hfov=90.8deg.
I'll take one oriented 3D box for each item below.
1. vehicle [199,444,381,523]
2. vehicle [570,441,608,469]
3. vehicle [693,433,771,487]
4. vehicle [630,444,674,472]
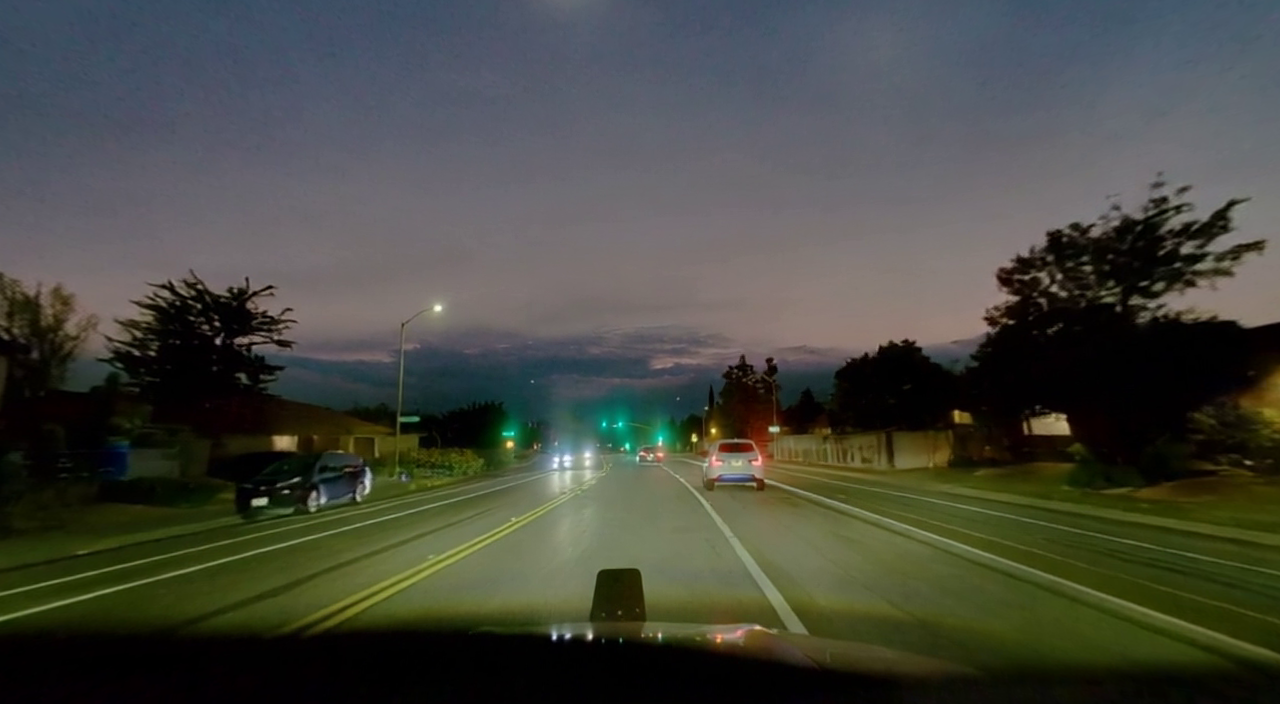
[{"bbox_3d":[-9.033,3.384,16.908,2.188,1.813,4.478,0,-8,1],"label":"vehicle"},{"bbox_3d":[-3.429,7.059,43.445,2.091,1.811,4.651,0,-9,2],"label":"vehicle"},{"bbox_3d":[3.259,3.947,23.381,2.200,1.763,4.676,0,-8,0],"label":"vehicle"},{"bbox_3d":[0.596,5.828,34.904,2.196,1.449,4.006,0,-9,-2],"label":"vehicle"}]
